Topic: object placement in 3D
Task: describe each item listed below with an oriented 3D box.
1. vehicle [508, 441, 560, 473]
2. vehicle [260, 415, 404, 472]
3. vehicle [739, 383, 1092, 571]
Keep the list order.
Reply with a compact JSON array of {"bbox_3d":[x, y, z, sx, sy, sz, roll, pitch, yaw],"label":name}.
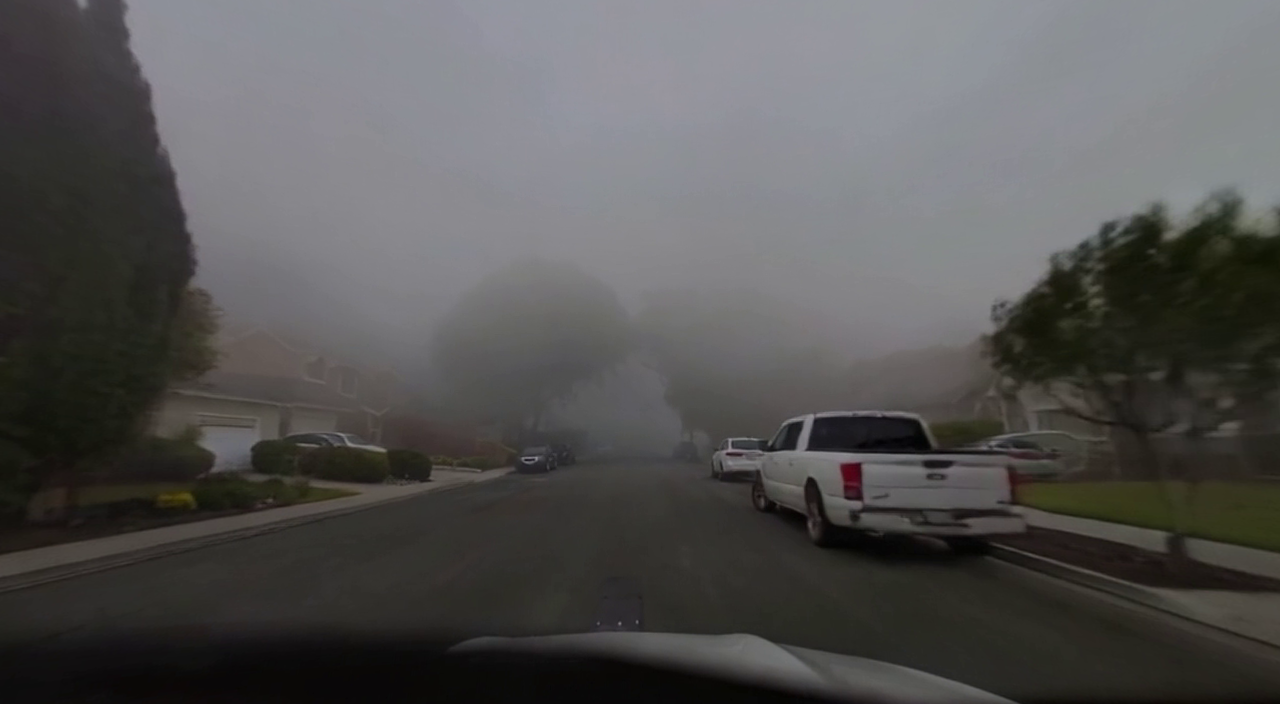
[{"bbox_3d":[-5.785,5.783,35.048,2.027,1.544,4.959,0,-7,0],"label":"vehicle"},{"bbox_3d":[-13.029,3.870,26.844,4.837,1.897,2.228,4,-8,5],"label":"vehicle"},{"bbox_3d":[3.830,1.968,11.056,2.952,2.216,7.033,0,-8,-1],"label":"vehicle"}]
